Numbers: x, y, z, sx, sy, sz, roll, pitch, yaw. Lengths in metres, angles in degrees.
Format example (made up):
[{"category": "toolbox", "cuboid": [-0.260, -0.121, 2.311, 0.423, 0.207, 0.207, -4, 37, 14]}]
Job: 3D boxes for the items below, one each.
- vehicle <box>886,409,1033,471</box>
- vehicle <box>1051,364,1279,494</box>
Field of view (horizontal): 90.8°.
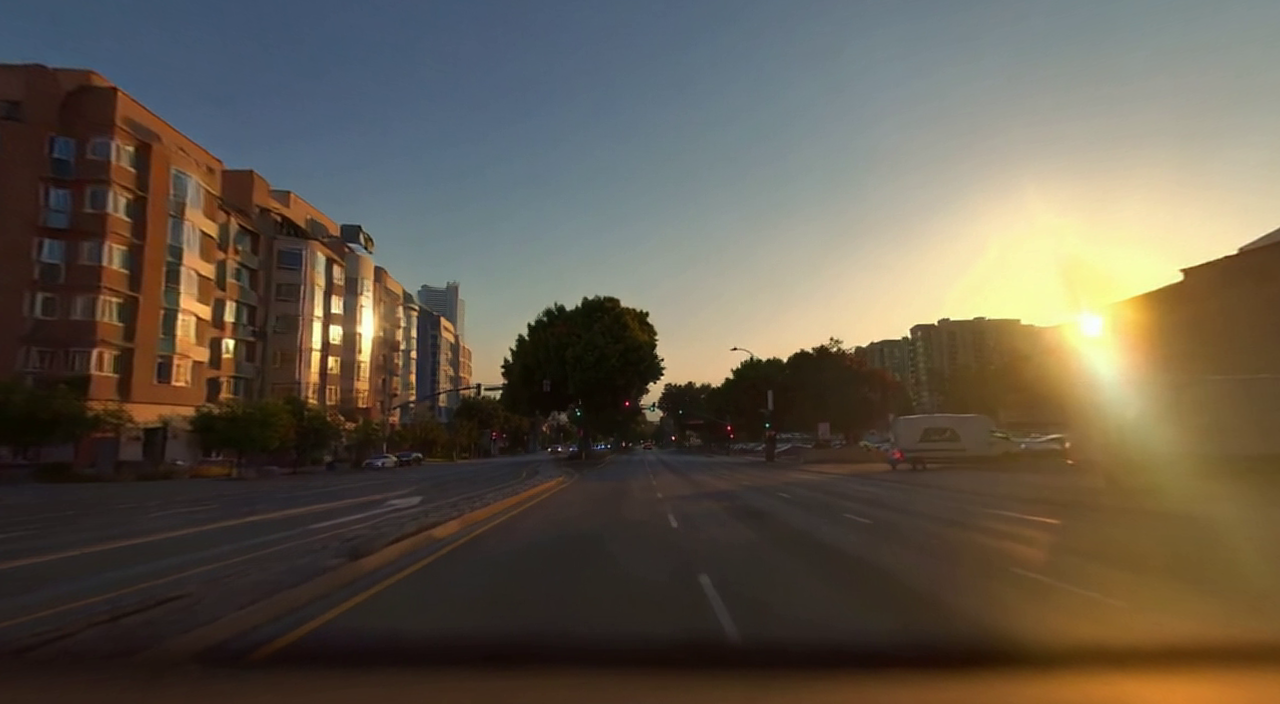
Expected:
[{"category": "vehicle", "cuboid": [17.795, 4.967, 35.620, 6.639, 3.312, 2.759, -1, -9, 3]}, {"category": "vehicle", "cuboid": [16.904, 2.318, 18.913, 7.225, 3.553, 2.709, 0, -9, -3]}]
